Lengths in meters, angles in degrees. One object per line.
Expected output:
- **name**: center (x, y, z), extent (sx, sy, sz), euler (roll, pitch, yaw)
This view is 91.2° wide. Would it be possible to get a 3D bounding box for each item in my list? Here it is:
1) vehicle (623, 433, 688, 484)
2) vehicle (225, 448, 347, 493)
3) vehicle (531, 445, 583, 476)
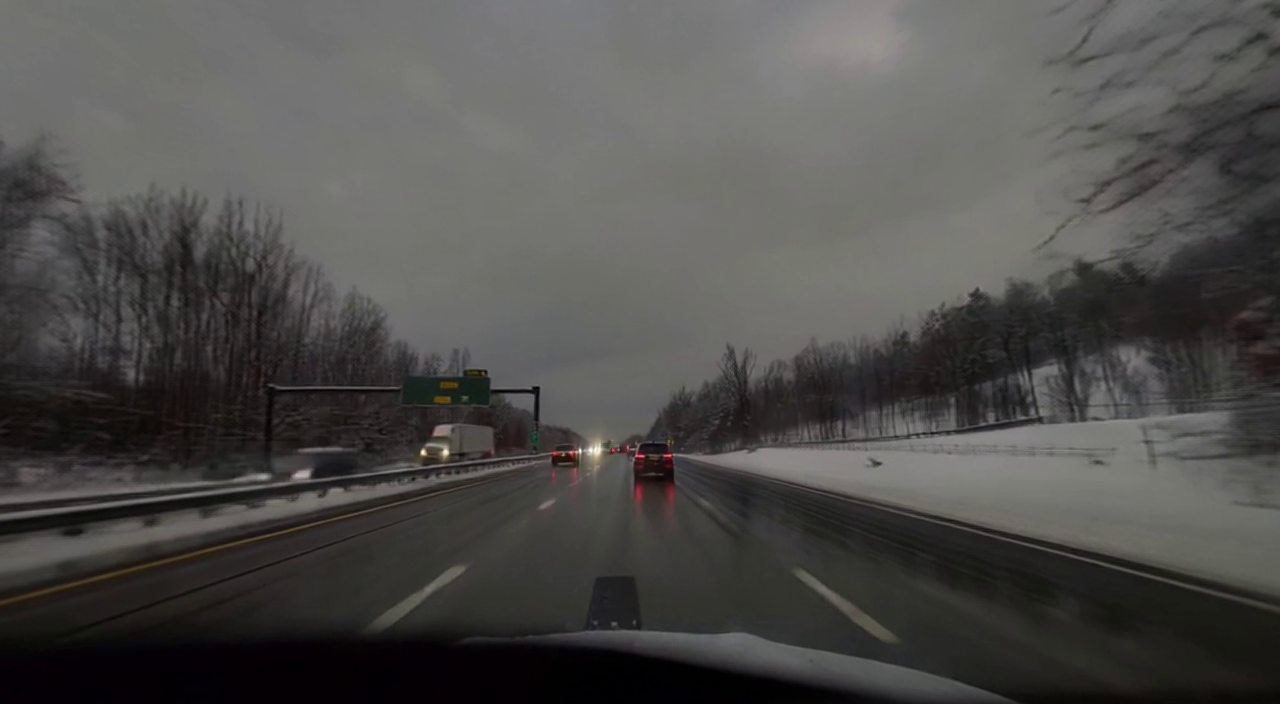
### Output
- **vehicle**: center (0.483, 4.016, 23.832), extent (2.250, 1.718, 4.358), euler (0, -9, -1)
- **vehicle**: center (-13.326, 4.462, 23.991), extent (1.955, 1.523, 4.689), euler (0, -9, -1)
- **vehicle**: center (-4.018, 5.335, 31.014), extent (2.037, 1.418, 3.793), euler (0, -9, 0)
